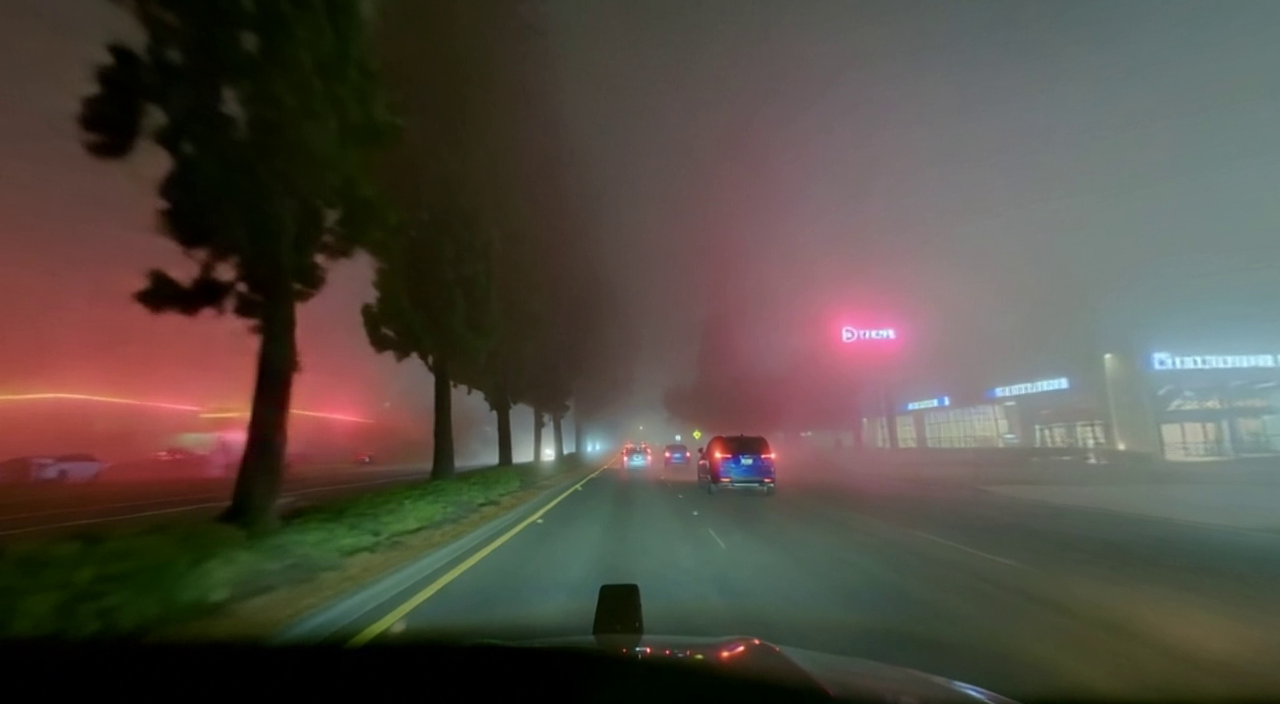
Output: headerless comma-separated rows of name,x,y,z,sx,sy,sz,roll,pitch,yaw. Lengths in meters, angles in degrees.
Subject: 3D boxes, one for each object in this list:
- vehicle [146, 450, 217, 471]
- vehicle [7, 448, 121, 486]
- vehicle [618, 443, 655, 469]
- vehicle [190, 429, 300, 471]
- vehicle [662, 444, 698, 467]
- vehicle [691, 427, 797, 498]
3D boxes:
vehicle,-34.041,8.045,47.043,3.791,1.518,1.807,3,-9,-18
vehicle,-28.323,5.616,31.253,1.897,1.704,4.153,1,-9,-5
vehicle,-0.235,6.217,37.829,2.056,1.440,3.798,0,-9,-1
vehicle,-27.133,6.760,43.549,5.905,2.803,2.261,0,-9,-2
vehicle,2.564,6.718,41.089,1.970,1.402,3.756,0,-9,-2
vehicle,2.867,3.191,18.588,2.140,1.811,4.593,0,-9,-3
